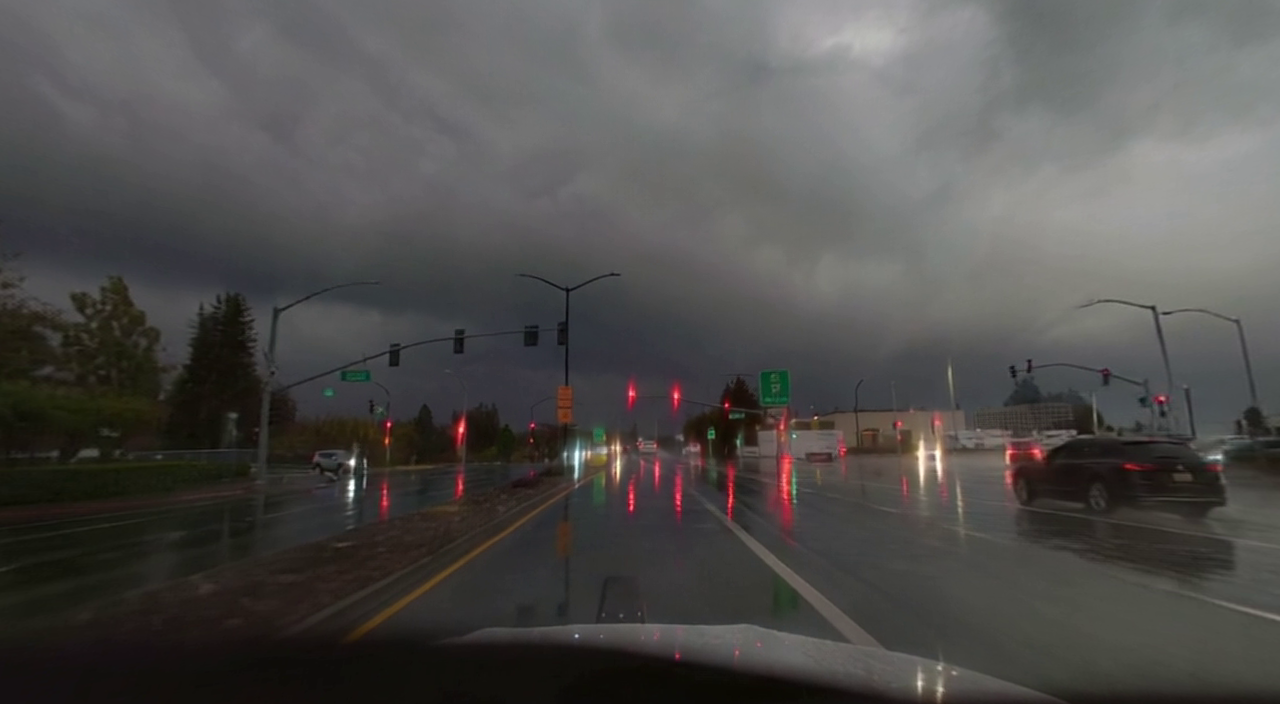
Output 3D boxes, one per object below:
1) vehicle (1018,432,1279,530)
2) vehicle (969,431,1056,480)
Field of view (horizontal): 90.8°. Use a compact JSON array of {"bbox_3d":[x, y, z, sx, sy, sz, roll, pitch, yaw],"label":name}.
[{"bbox_3d":[9.618,2.331,12.088,1.933,1.500,4.458,0,-8,-1],"label":"vehicle"},{"bbox_3d":[15.332,4.252,26.272,1.951,1.843,4.335,-2,-9,16],"label":"vehicle"}]
